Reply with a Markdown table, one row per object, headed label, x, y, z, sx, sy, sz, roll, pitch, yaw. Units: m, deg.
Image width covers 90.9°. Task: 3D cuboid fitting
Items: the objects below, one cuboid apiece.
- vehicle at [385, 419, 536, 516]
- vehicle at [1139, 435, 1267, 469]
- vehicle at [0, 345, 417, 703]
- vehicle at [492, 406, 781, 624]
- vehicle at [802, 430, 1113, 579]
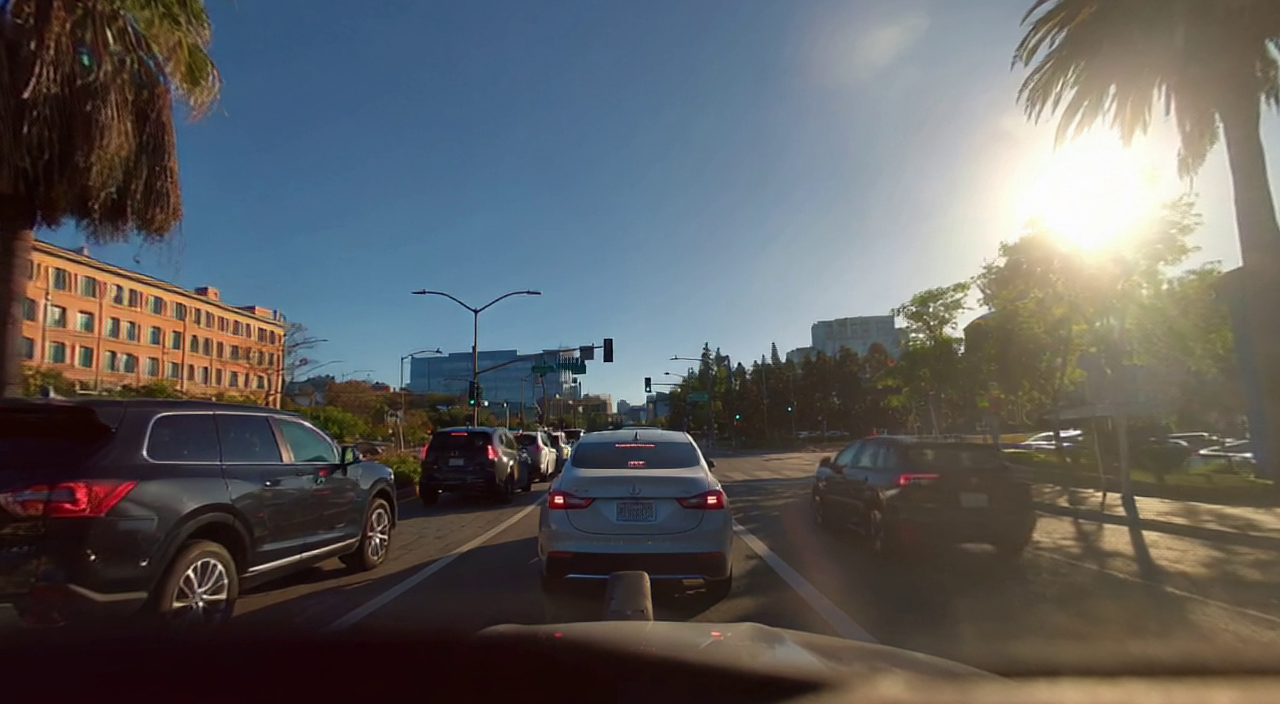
| label | x | y | z | sx | sy | sz | roll | pitch | yaw |
| --- | --- | --- | --- | --- | --- | --- | --- | --- | --- |
| vehicle | -3.477 | 2.319 | 13.078 | 1.840 | 1.684 | 4.041 | 0 | -8 | 1 |
| vehicle | 25.473 | 4.528 | 28.640 | 3.914 | 1.427 | 1.779 | -2 | -8 | 5 |
| vehicle | -3.540 | 1.149 | 5.066 | 1.914 | 1.741 | 4.398 | 0 | -8 | -1 |
| vehicle | -0.052 | 1.518 | 6.843 | 2.114 | 1.585 | 4.285 | 0 | -8 | -1 |
| vehicle | 3.892 | 1.927 | 8.878 | 1.982 | 1.480 | 4.572 | 2 | -8 | -1 |
